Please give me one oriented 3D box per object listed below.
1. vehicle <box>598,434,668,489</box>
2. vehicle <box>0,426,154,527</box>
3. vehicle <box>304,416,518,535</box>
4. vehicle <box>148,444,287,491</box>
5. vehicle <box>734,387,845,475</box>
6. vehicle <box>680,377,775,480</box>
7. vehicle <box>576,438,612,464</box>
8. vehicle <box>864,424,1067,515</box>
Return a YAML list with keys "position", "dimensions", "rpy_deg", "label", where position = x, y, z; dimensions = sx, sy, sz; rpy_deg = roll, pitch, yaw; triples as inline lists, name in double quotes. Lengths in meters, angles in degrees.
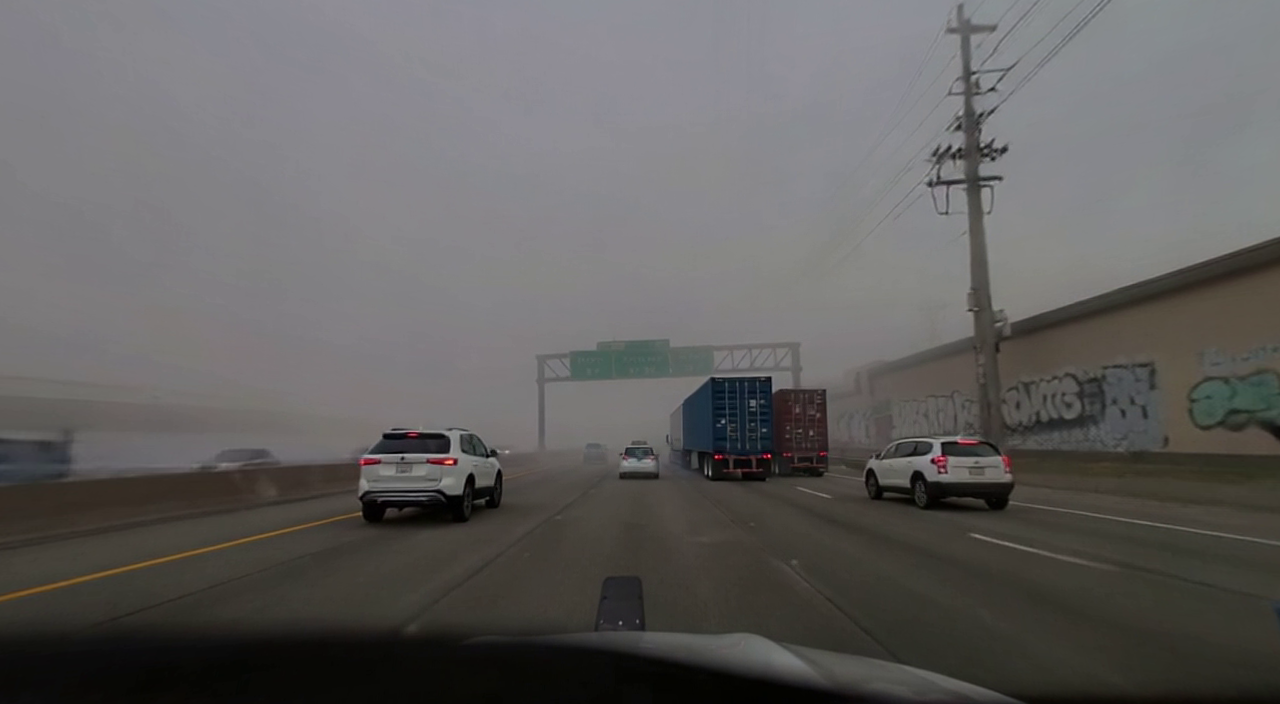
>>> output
- position: [-0.219, 3.751, 21.880]
  dimensions: [2.191, 1.685, 4.015]
  rpy_deg: [0, -9, 0]
  label: "vehicle"
- position: [-11.037, 2.100, 10.882]
  dimensions: [2.133, 1.548, 4.026]
  rpy_deg: [0, -9, -1]
  label: "vehicle"
- position: [-3.957, 2.242, 12.020]
  dimensions: [2.264, 1.804, 4.584]
  rpy_deg: [0, -9, 1]
  label: "vehicle"
- position: [-14.766, 4.035, 22.482]
  dimensions: [1.872, 1.482, 4.584]
  rpy_deg: [0, -9, -1]
  label: "vehicle"
- position: [7.780, 4.576, 35.317]
  dimensions: [2.868, 4.017, 12.827]
  rpy_deg: [0, -9, -1]
  label: "vehicle"
- position: [3.854, 3.980, 31.453]
  dimensions: [2.800, 4.039, 13.179]
  rpy_deg: [0, -9, 0]
  label: "vehicle"
- position: [-3.343, 7.372, 46.975]
  dimensions: [2.243, 1.820, 4.473]
  rpy_deg: [0, -9, 1]
  label: "vehicle"
- position: [7.103, 2.623, 14.547]
  dimensions: [2.202, 1.731, 4.628]
  rpy_deg: [0, -9, 0]
  label: "vehicle"
